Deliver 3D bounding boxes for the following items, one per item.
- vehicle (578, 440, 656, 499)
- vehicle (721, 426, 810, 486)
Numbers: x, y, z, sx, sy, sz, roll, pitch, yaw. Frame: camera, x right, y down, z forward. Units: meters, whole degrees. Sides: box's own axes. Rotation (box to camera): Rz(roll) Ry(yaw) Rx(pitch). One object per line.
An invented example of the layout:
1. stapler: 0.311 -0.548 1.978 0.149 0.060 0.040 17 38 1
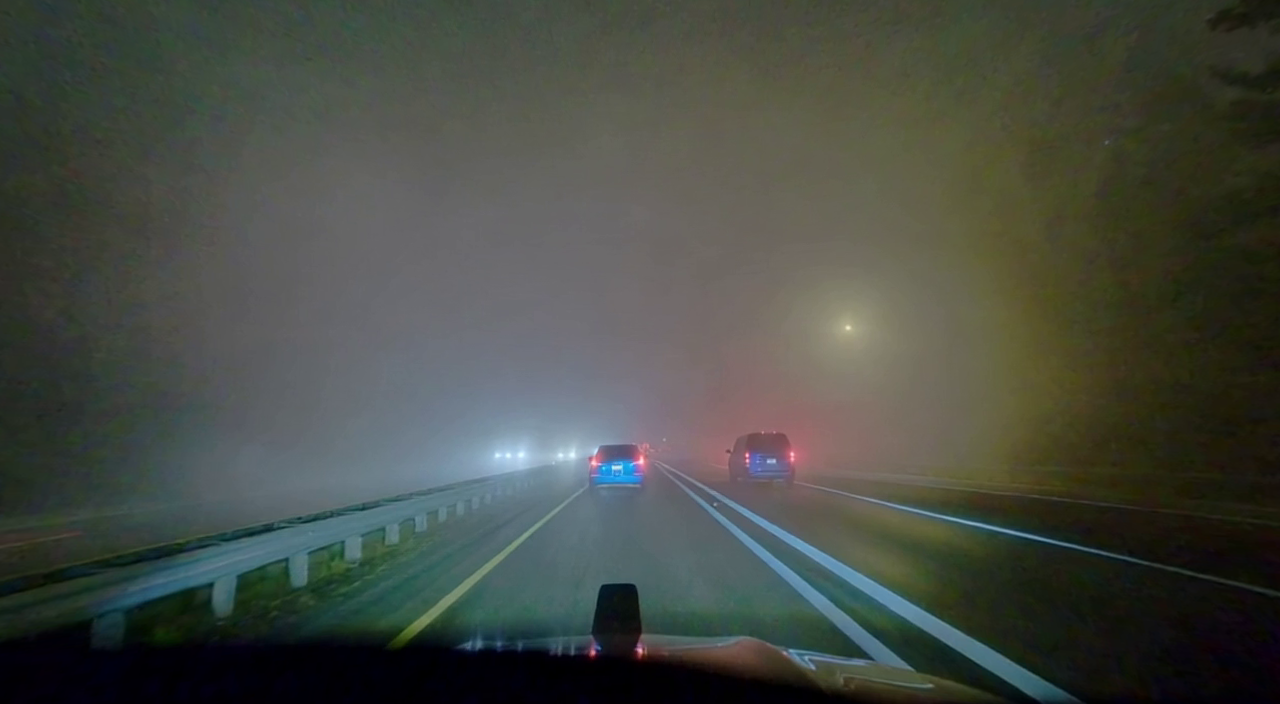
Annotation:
1. vehicle: -0.604 3.340 18.161 2.029 1.483 3.769 0 -9 0
2. vehicle: 4.503 3.853 23.378 2.261 1.952 4.784 0 -9 -1
